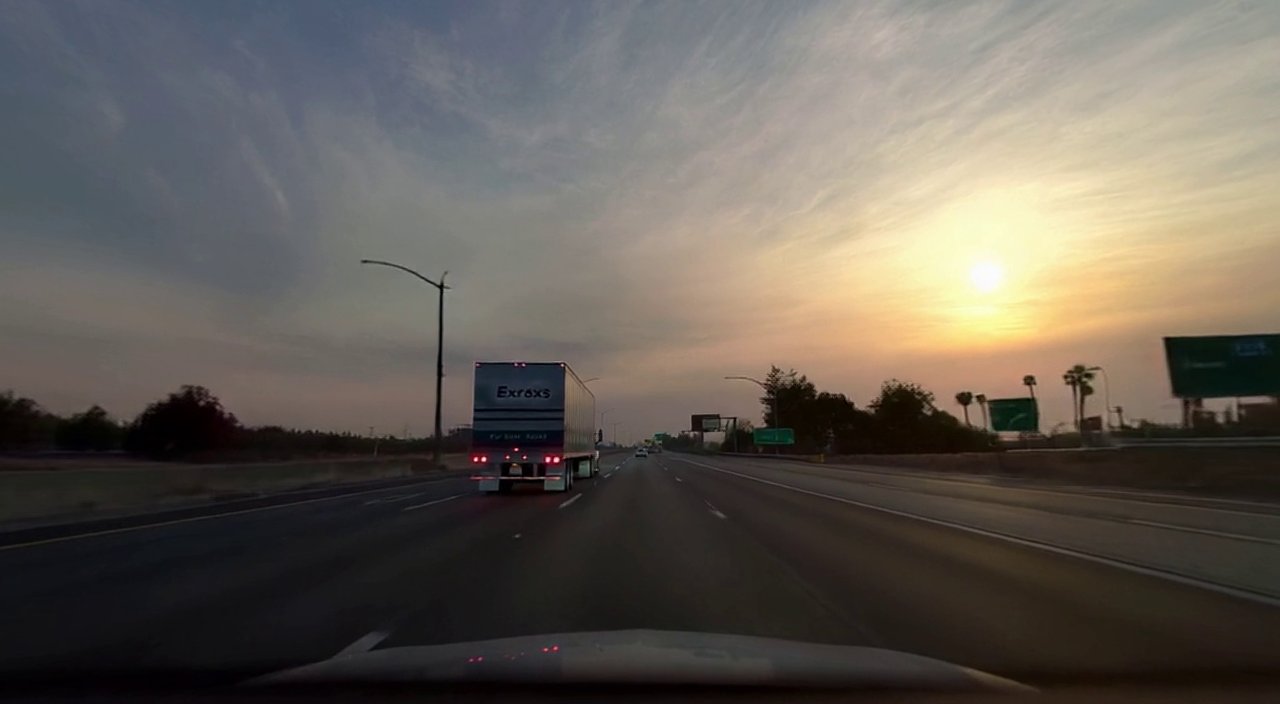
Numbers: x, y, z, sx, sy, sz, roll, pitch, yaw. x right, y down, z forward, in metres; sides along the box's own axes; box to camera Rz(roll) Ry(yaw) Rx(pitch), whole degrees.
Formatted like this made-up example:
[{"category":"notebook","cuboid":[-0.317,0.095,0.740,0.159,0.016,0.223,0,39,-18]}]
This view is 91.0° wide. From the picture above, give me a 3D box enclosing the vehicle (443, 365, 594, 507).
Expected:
[{"category":"vehicle","cuboid":[-3.240,2.669,19.532,2.922,3.458,8.360,0,-9,0]}]
